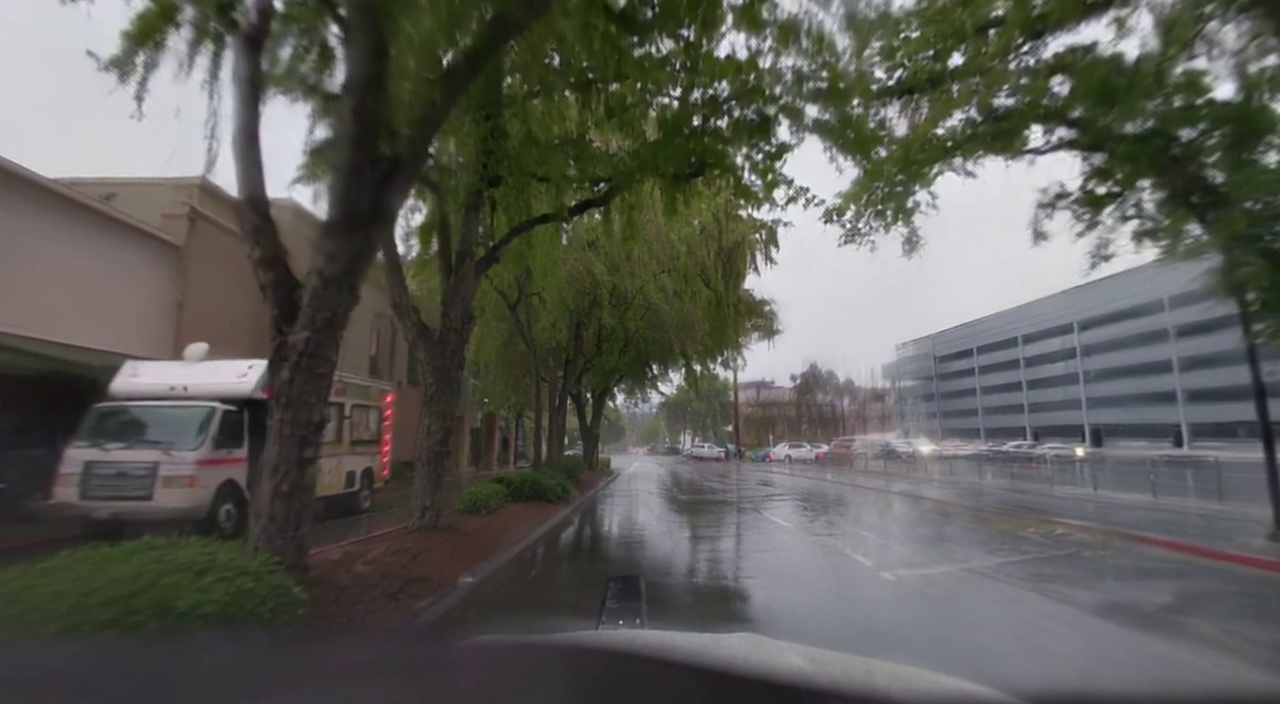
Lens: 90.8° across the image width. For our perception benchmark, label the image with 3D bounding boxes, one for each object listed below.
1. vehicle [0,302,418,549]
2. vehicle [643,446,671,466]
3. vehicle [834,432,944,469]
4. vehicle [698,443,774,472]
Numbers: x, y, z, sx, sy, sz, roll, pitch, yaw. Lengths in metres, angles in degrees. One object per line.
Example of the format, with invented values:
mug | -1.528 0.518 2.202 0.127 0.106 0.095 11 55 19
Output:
vehicle | -6.925 1.456 11.780 2.968 3.222 7.036 0 -9 0
vehicle | 1.265 7.970 48.628 2.046 1.445 4.001 0 -8 -1
vehicle | 14.699 5.825 37.537 5.540 2.045 2.259 0 -8 0
vehicle | 6.221 6.759 40.694 4.626 1.723 1.939 5 -10 -31
